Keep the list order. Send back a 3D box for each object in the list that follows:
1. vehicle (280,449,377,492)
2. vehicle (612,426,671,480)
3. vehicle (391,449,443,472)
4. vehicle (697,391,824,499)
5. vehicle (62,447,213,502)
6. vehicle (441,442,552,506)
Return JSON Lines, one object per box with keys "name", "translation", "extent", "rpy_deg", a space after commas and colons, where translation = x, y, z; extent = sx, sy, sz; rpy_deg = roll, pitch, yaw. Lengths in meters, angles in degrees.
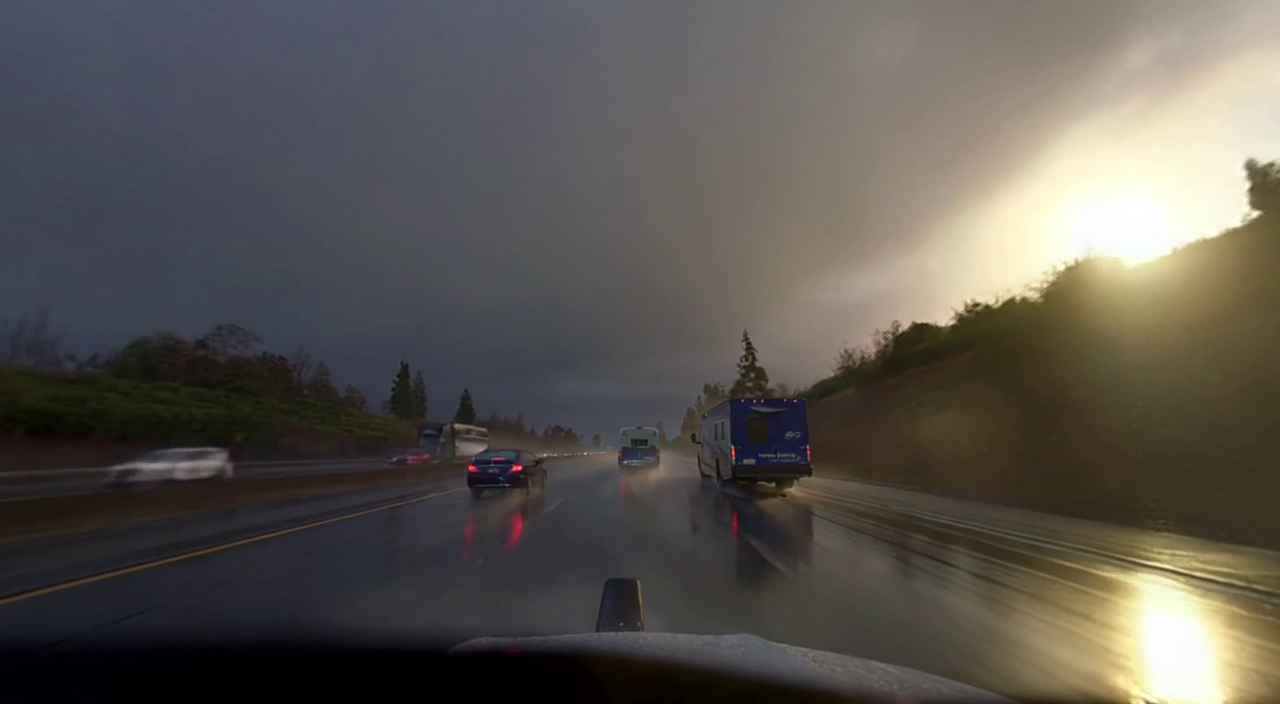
{"name": "vehicle", "translation": [-11.534, 4.375, 23.653], "extent": [1.724, 1.444, 3.710], "rpy_deg": [0, -9, 1]}
{"name": "vehicle", "translation": [0.043, 4.750, 29.772], "extent": [2.524, 2.310, 4.986], "rpy_deg": [0, -9, 0]}
{"name": "vehicle", "translation": [-15.764, 7.702, 44.859], "extent": [2.046, 1.505, 4.296], "rpy_deg": [0, -9, 0]}
{"name": "vehicle", "translation": [3.593, 3.064, 20.791], "extent": [2.607, 2.910, 7.252], "rpy_deg": [0, -9, -1]}
{"name": "vehicle", "translation": [-15.700, 3.807, 19.992], "extent": [1.875, 1.545, 3.440], "rpy_deg": [0, -9, 1]}
{"name": "vehicle", "translation": [-3.782, 3.290, 17.500], "extent": [1.959, 1.502, 4.559], "rpy_deg": [0, -9, 1]}
